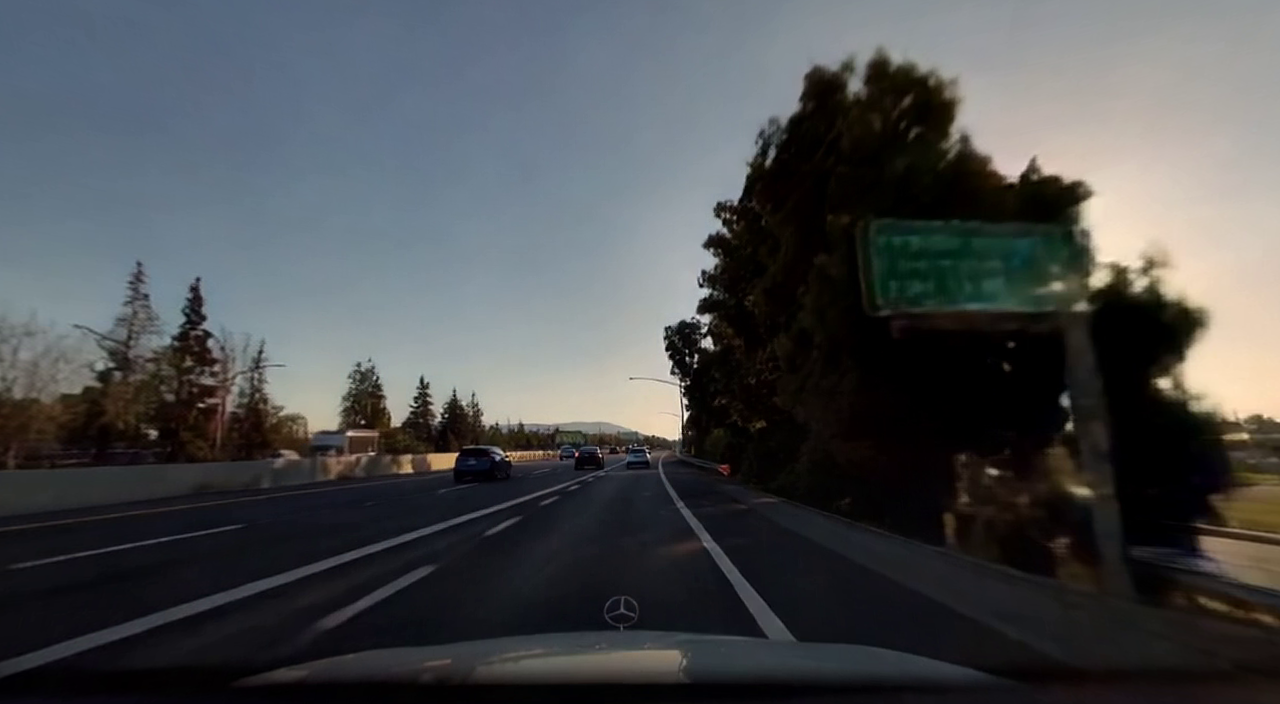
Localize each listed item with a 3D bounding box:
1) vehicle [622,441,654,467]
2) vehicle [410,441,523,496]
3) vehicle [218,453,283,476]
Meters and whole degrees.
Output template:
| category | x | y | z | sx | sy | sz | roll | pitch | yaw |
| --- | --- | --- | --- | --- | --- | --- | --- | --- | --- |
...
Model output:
| category | x | y | z | sx | sy | sz | roll | pitch | yaw |
| --- | --- | --- | --- | --- | --- | --- | --- | --- | --- |
| vehicle | -0.148 | 7.360 | 45.786 | 2.179 | 1.742 | 4.396 | 0 | -9 | 0 |
| vehicle | -5.389 | 3.682 | 20.436 | 2.102 | 1.562 | 4.884 | -1 | -9 | 2 |
| vehicle | -29.745 | 8.579 | 48.372 | 1.809 | 1.559 | 4.718 | -1 | -9 | 2 |
